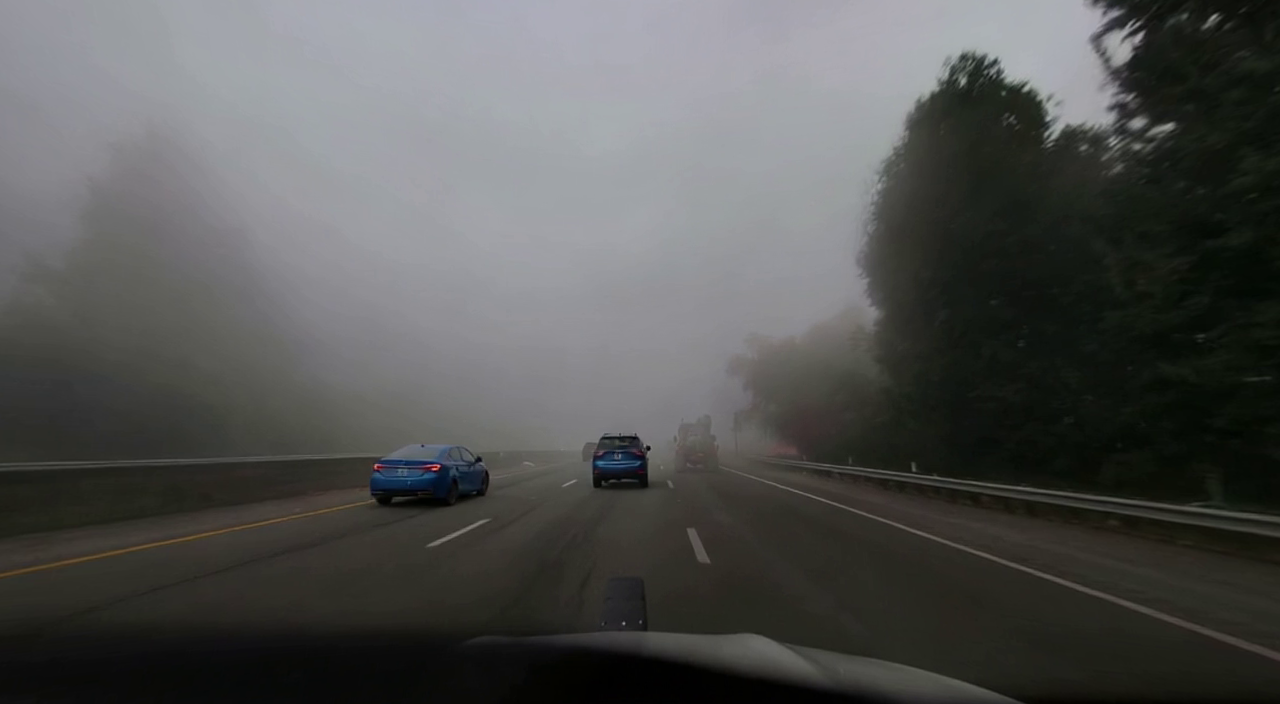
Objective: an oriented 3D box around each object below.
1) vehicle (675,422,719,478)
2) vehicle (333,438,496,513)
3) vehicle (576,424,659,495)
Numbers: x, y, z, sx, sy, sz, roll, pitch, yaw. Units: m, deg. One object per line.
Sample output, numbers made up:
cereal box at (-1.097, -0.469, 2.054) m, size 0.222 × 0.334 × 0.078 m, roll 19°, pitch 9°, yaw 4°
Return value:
vehicle at (4.198, 7.503, 48.643) m, size 2.793 × 3.828 × 9.580 m, roll 0°, pitch -8°, yaw 2°
vehicle at (-5.008, 2.792, 14.819) m, size 2.096 × 1.469 × 4.319 m, roll 0°, pitch -8°, yaw 2°
vehicle at (-0.582, 3.412, 20.299) m, size 2.308 × 1.993 × 4.631 m, roll 0°, pitch -8°, yaw 2°
